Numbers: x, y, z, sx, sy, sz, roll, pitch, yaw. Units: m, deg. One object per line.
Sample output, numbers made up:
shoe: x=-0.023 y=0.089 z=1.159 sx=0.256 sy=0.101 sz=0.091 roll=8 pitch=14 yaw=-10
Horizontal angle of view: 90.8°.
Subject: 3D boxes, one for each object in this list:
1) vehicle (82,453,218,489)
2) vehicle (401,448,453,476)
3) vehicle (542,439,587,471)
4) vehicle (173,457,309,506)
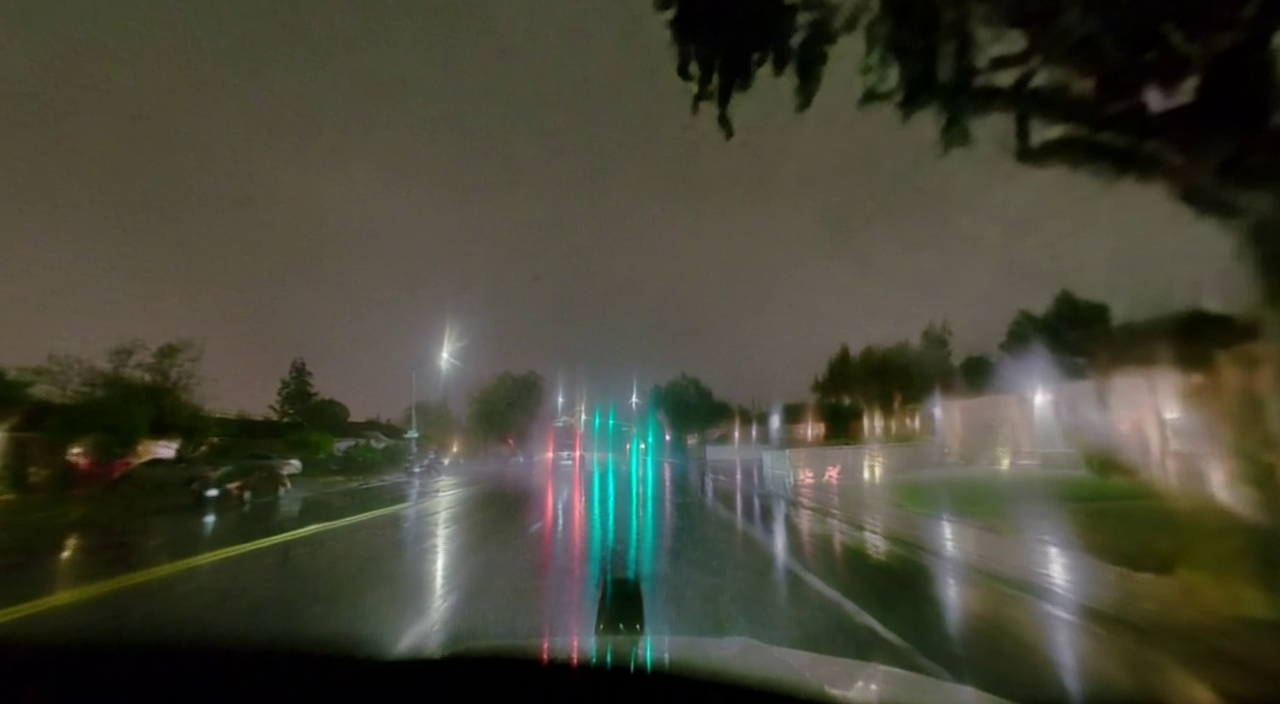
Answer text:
vehicle: x=-21.724 y=5.261 z=28.114 sx=4.669 sy=1.464 sz=1.879 roll=-1 pitch=-8 yaw=5
vehicle: x=-14.541 y=7.529 z=43.378 sx=1.966 sy=1.760 sz=4.604 roll=0 pitch=-8 yaw=-1
vehicle: x=-4.338 y=5.993 z=36.998 sx=2.135 sy=1.731 sz=4.232 roll=0 pitch=-8 yaw=-1
vehicle: x=-14.277 y=4.638 z=23.022 sx=1.900 sy=1.494 sz=4.730 roll=0 pitch=-8 yaw=-1
